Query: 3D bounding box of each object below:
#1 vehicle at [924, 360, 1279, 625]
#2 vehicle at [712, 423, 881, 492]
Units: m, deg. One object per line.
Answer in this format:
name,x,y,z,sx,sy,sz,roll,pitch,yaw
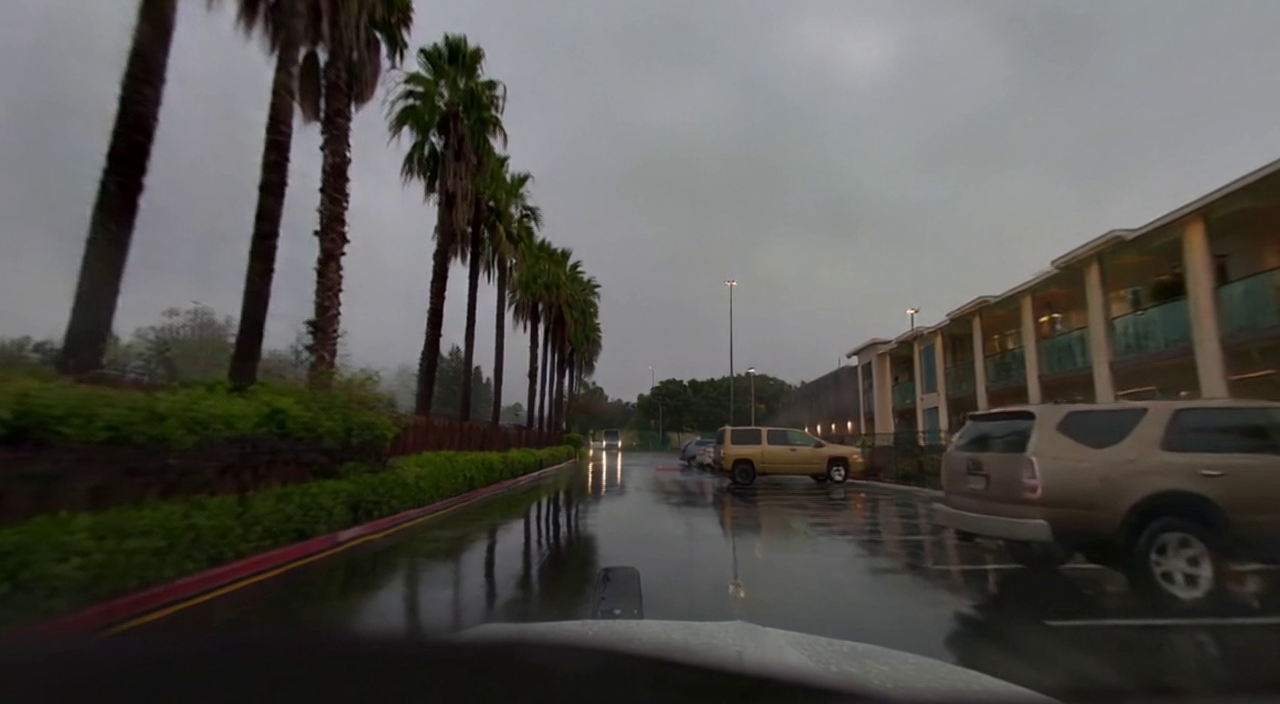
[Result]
vehicle,5.341,1.219,5.642,4.691,1.877,1.959,2,-9,4
vehicle,4.642,3.177,19.160,4.609,1.734,1.909,3,-8,0
